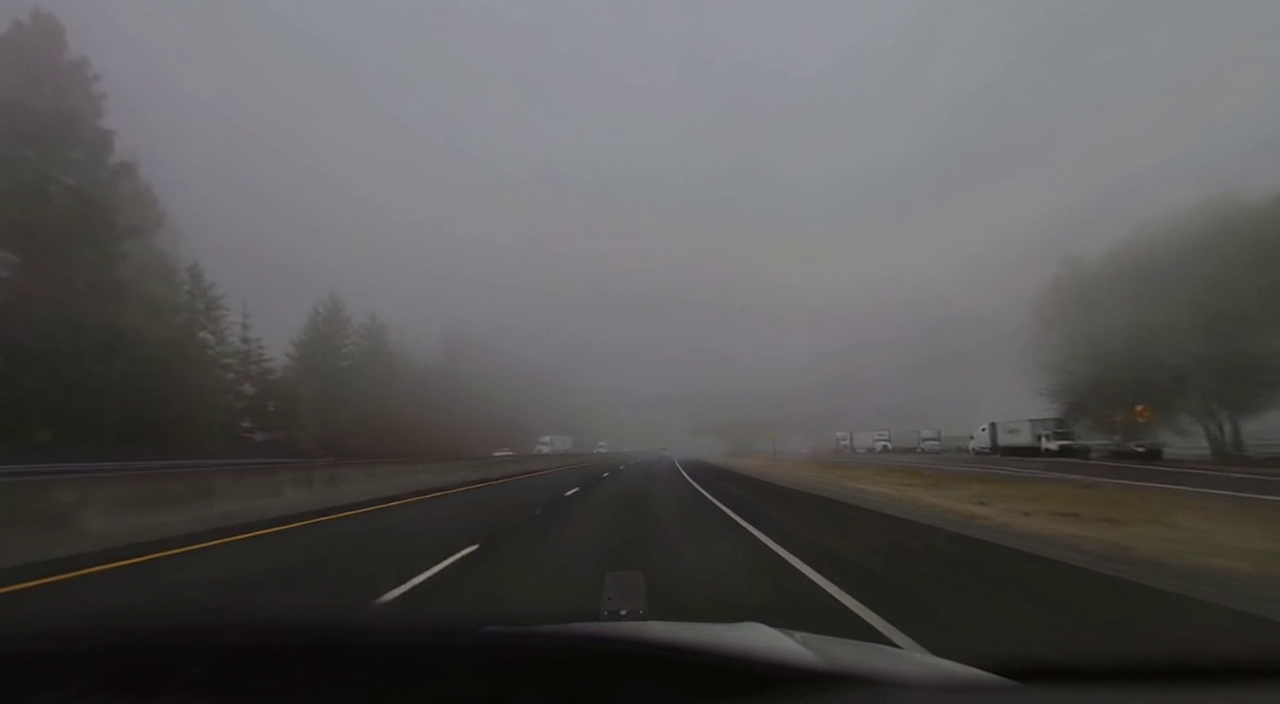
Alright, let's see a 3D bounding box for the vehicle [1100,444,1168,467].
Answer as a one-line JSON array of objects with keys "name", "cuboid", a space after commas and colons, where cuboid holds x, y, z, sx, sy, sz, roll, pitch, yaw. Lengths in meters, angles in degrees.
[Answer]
[{"name": "vehicle", "cuboid": [35.606, 7.453, 45.560, 2.009, 1.586, 4.354, -2, -9, 11]}]
